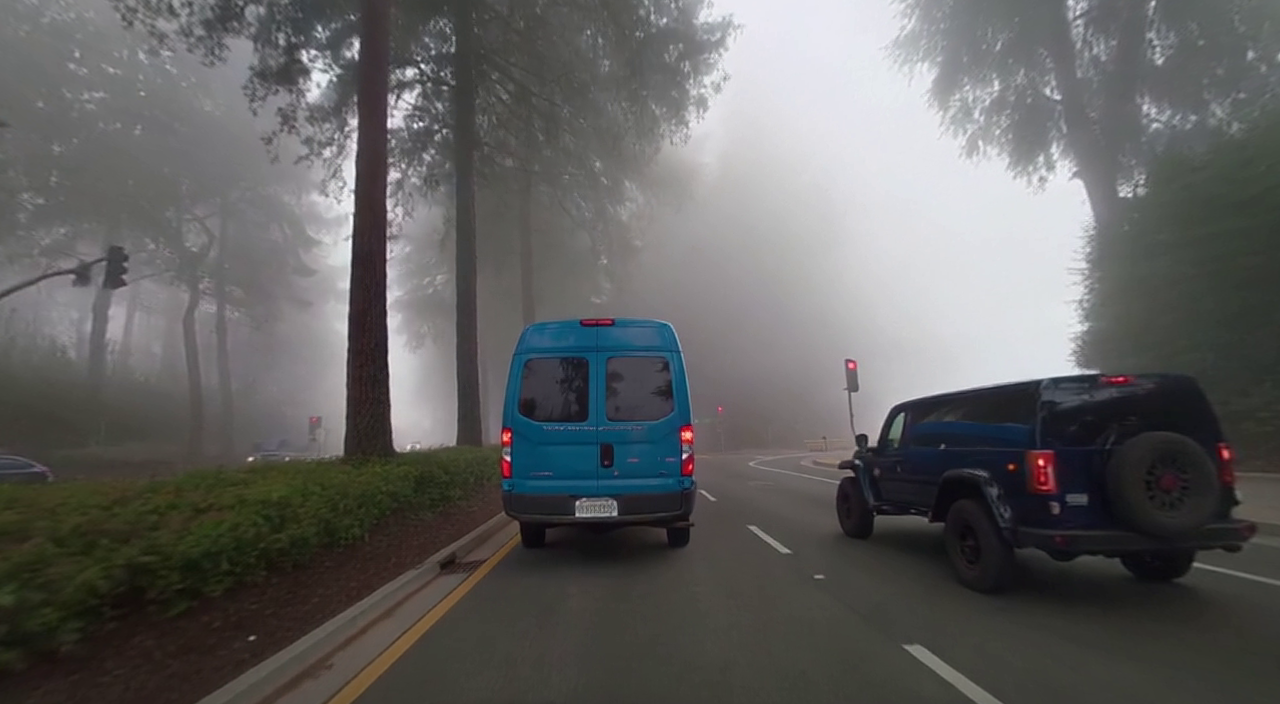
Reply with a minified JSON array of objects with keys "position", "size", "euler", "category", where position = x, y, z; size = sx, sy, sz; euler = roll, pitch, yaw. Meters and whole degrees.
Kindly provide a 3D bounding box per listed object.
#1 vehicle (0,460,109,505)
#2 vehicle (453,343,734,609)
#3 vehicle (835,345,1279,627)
[{"position":[-26.100,5.603,27.468],"size":[4.857,1.729,2.029],"euler":[-2,-9,14],"category":"vehicle"},{"position":[-0.322,1.260,7.092],"size":[2.145,2.046,4.309],"euler":[0,-8,1],"category":"vehicle"},{"position":[3.620,1.172,6.264],"size":[1.988,1.873,3.968],"euler":[0,-8,-1],"category":"vehicle"}]
